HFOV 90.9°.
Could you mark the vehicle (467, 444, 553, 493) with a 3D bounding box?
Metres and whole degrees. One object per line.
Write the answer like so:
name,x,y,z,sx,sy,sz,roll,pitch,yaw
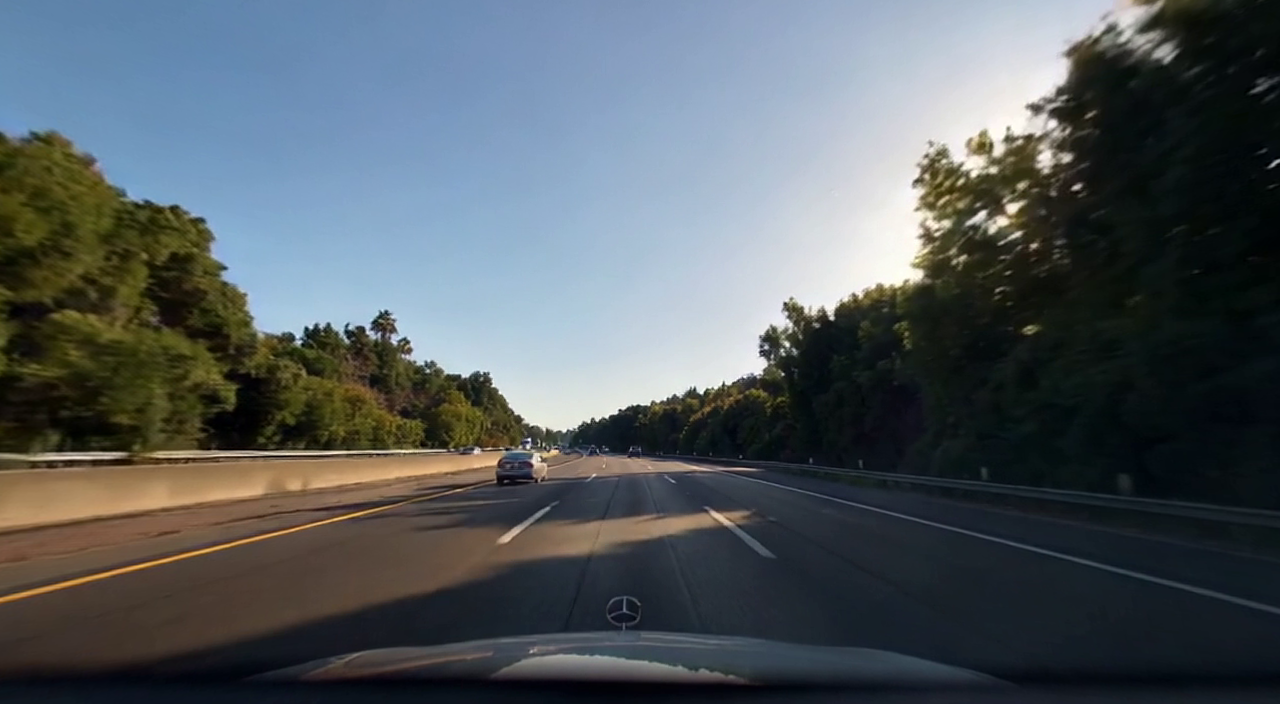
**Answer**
vehicle,-4.340,3.964,21.814,2.022,1.513,4.613,0,-9,0
